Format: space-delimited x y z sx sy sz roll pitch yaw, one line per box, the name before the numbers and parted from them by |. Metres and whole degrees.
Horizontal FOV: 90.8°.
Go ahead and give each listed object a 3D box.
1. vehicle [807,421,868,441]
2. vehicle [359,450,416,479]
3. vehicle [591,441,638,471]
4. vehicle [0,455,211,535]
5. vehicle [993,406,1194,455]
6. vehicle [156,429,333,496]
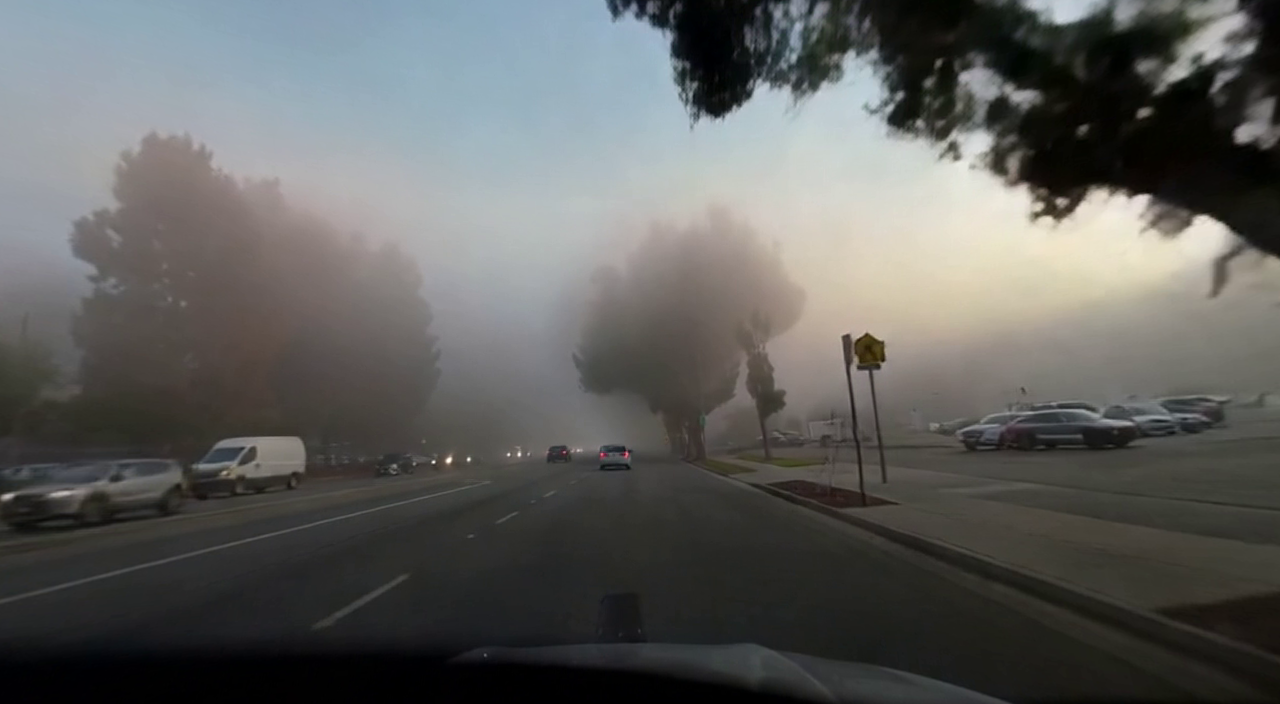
vehicle | 15.478 6.210 49.629 3.956 1.504 2.170 2 -8 -9
vehicle | -16.741 7.423 42.090 2.016 1.598 4.545 -3 -8 -1
vehicle | -1.317 5.628 34.442 2.235 1.500 4.420 0 -8 2
vehicle | -12.755 3.250 14.990 2.013 1.498 4.474 0 -8 0
vehicle | 13.995 2.483 19.715 4.739 1.424 1.936 0 -8 0
vehicle | -17.764 4.975 29.121 2.599 2.675 7.177 -1 -8 10
